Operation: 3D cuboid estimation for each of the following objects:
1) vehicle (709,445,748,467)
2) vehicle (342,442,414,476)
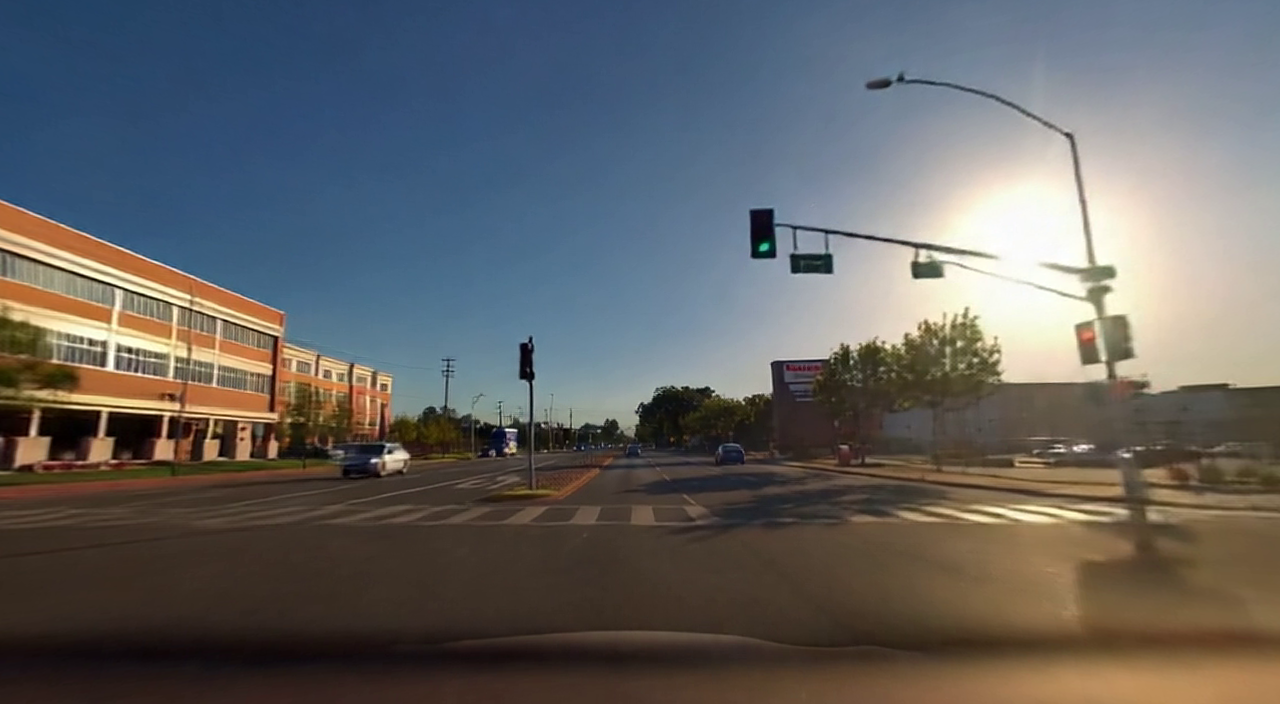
[{"bbox_3d":[6.134,7.244,44.091,1.916,1.437,4.327,0,-9,-3],"label":"vehicle"},{"bbox_3d":[-15.174,6.219,36.920,2.036,1.787,4.985,0,-9,0],"label":"vehicle"}]
